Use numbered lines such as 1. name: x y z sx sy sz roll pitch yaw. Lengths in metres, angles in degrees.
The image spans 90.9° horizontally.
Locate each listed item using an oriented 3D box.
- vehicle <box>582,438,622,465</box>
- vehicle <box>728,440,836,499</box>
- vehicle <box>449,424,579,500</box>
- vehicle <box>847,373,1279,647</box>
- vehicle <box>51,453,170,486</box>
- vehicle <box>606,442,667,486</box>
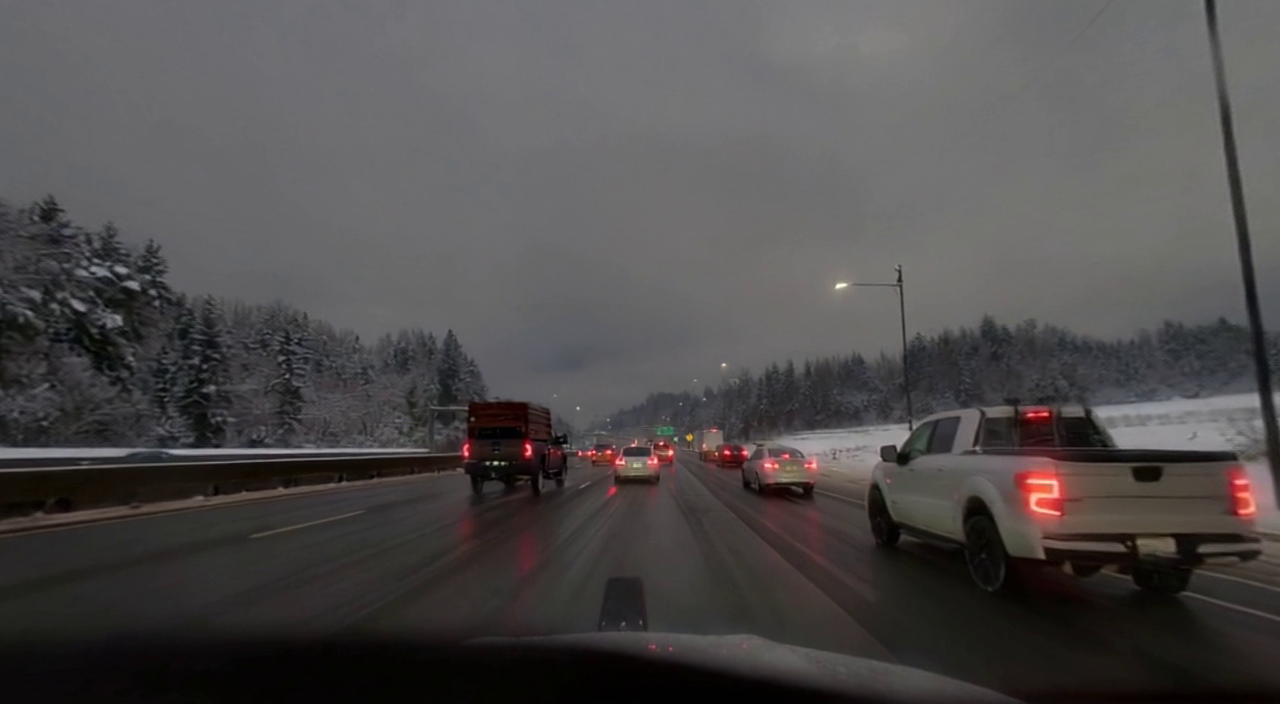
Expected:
1. vehicle: -2.609 7.076 44.923 2.110 1.811 5.585 -1 -8 4
2. vehicle: 3.946 3.328 18.411 1.907 1.474 4.840 0 -8 -2
3. vehicle: -3.450 3.193 18.834 2.395 1.892 5.995 0 -8 2
4. vehicle: 3.887 1.355 6.458 1.999 1.777 4.578 0 -8 1
5. vehicle: -26.240 5.813 31.473 1.956 1.476 4.412 0 -8 3
6. vehicle: -0.030 4.073 23.252 2.070 1.456 4.029 0 -8 2
